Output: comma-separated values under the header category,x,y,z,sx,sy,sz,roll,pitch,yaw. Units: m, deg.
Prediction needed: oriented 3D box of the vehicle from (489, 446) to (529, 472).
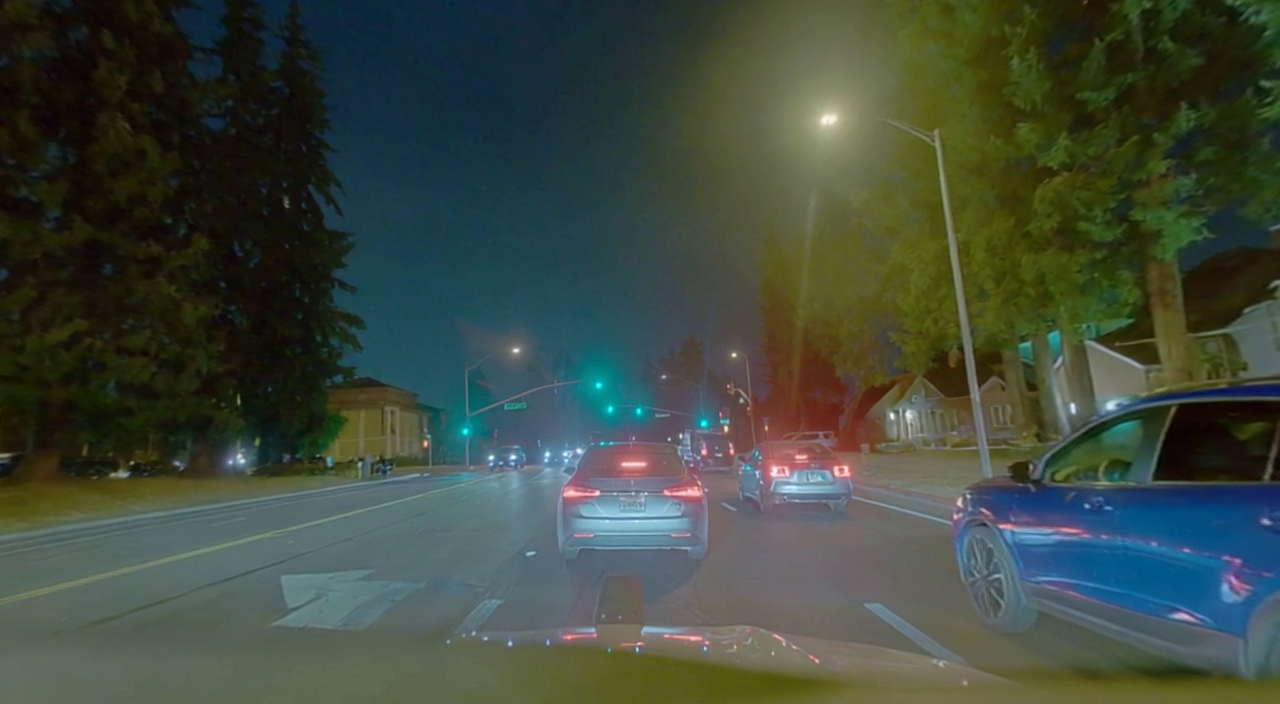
category,x,y,z,sx,sy,sz,roll,pitch,yaw
vehicle,-9.439,7.718,45.779,1.996,1.680,4.203,-3,-8,-2

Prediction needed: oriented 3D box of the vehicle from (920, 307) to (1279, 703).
category,x,y,z,sx,sy,sz,roll,pitch,yaw
vehicle,3.361,0.823,3.012,2.006,1.766,4.345,0,-8,0

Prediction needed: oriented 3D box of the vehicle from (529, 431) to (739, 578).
category,x,y,z,sx,sy,sz,roll,pitch,yaw
vehicle,-0.108,1.898,8.727,2.186,1.500,4.141,0,-8,-1

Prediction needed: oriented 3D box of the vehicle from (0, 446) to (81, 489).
category,x,y,z,sx,sy,sz,roll,pitch,yaw
vehicle,-22.537,4.045,22.241,4.092,1.438,1.639,-1,-8,0

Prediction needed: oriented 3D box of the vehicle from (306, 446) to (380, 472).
category,x,y,z,sx,sy,sz,roll,pitch,yaw
vehicle,-19.886,7.156,42.410,3.957,1.630,1.881,0,-8,0

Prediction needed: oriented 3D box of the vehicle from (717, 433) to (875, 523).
category,x,y,z,sx,sy,sz,roll,pitch,yaw
vehicle,2.938,2.482,13.057,1.971,1.517,4.521,0,-8,-2
